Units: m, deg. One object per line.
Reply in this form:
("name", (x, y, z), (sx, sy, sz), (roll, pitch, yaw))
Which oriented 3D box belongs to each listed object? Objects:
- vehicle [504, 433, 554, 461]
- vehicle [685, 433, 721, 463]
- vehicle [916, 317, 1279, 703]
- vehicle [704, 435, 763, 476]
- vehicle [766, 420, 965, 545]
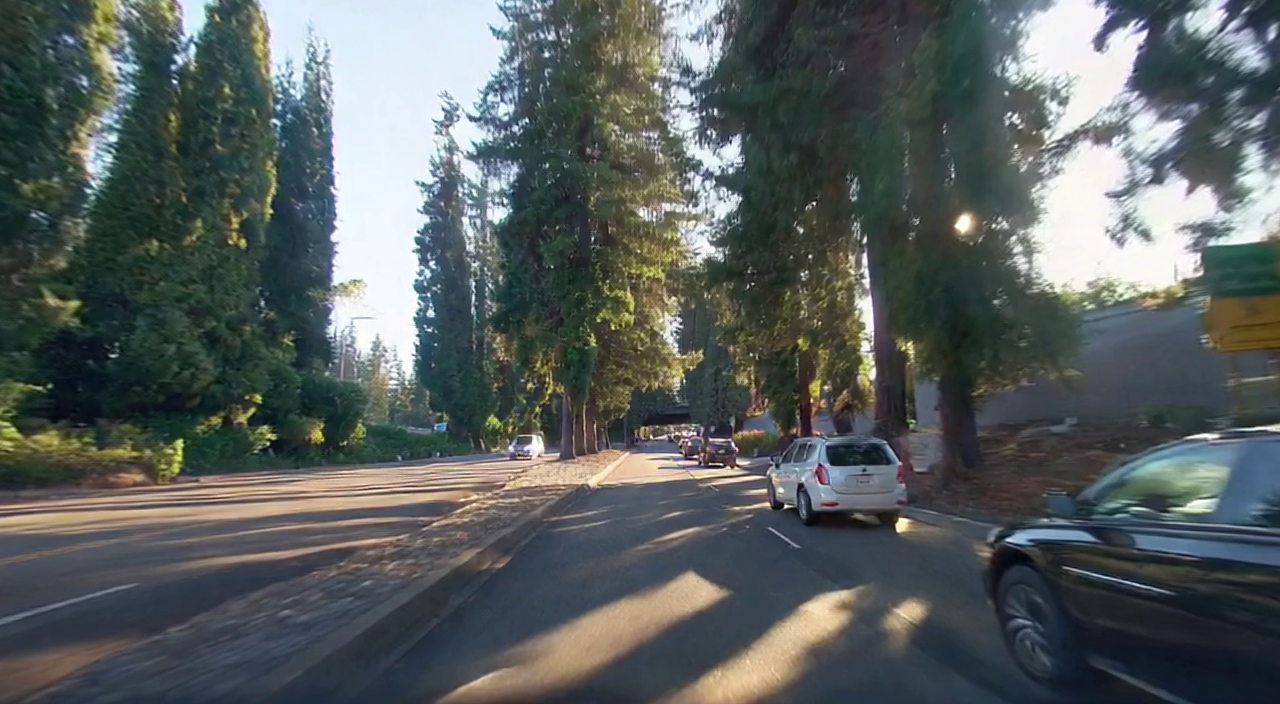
("vehicle", (-6.193, 5.382, 35.675), (1.846, 1.498, 3.886), (-1, -8, 4))
("vehicle", (4.103, 6.337, 41.689), (1.985, 1.895, 4.496), (0, -8, 1))
("vehicle", (3.309, 0.849, 2.807), (1.986, 1.776, 4.822), (0, -8, 1))
("vehicle", (4.066, 4.573, 28.142), (1.972, 1.682, 4.397), (0, -8, 0))
("vehicle", (3.526, 2.104, 10.824), (1.868, 1.694, 4.184), (0, -8, 0))
